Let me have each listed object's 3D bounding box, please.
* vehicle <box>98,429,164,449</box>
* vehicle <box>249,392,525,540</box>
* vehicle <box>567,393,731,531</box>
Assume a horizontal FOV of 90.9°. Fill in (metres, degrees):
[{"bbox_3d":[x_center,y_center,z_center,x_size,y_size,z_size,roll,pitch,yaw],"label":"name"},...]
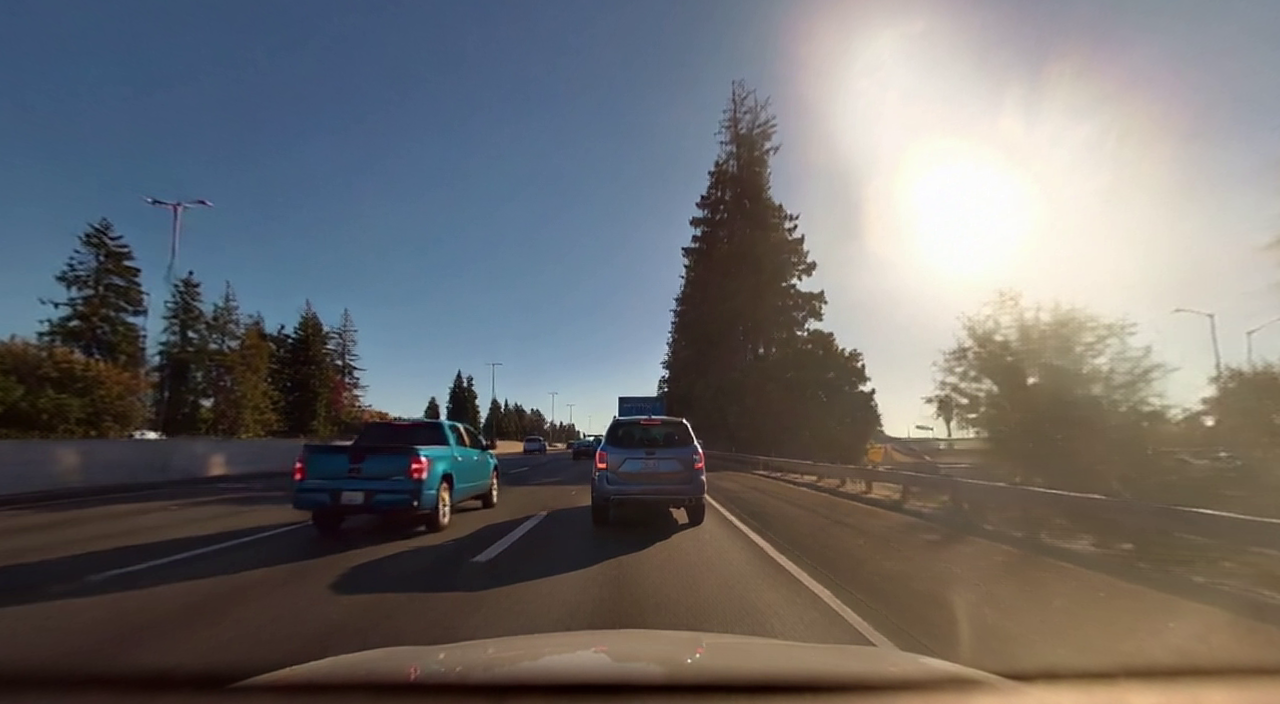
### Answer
[{"bbox_3d":[-38.081,6.565,47.260,1.842,1.418,3.569,0,-8,2],"label":"vehicle"},{"bbox_3d":[-3.898,1.930,11.255,2.486,1.962,5.525,0,-8,2],"label":"vehicle"},{"bbox_3d":[0.131,1.967,11.736,2.395,2.013,4.734,0,-8,0],"label":"vehicle"}]
